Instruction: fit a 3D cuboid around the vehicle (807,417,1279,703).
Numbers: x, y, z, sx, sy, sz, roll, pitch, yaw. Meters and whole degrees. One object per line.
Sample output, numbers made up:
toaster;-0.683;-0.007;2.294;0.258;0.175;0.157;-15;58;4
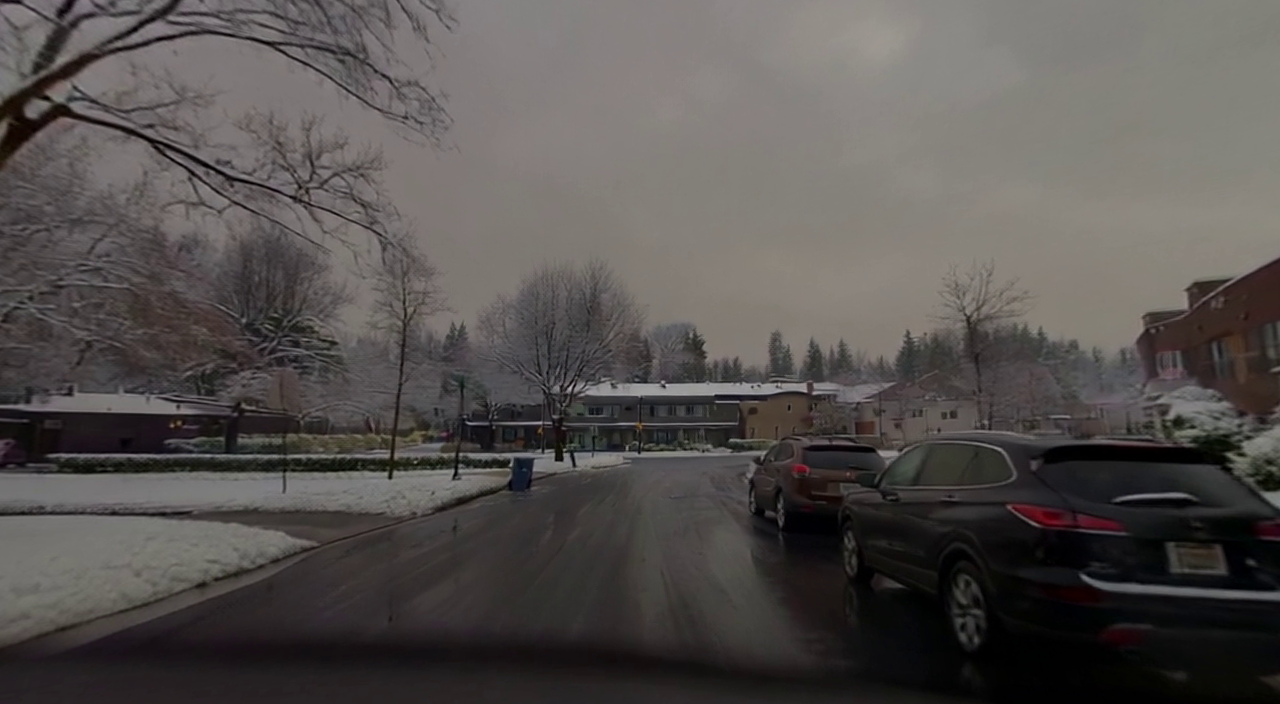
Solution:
vehicle;3.078;1.437;5.386;2.064;1.532;4.596;0;-9;0
